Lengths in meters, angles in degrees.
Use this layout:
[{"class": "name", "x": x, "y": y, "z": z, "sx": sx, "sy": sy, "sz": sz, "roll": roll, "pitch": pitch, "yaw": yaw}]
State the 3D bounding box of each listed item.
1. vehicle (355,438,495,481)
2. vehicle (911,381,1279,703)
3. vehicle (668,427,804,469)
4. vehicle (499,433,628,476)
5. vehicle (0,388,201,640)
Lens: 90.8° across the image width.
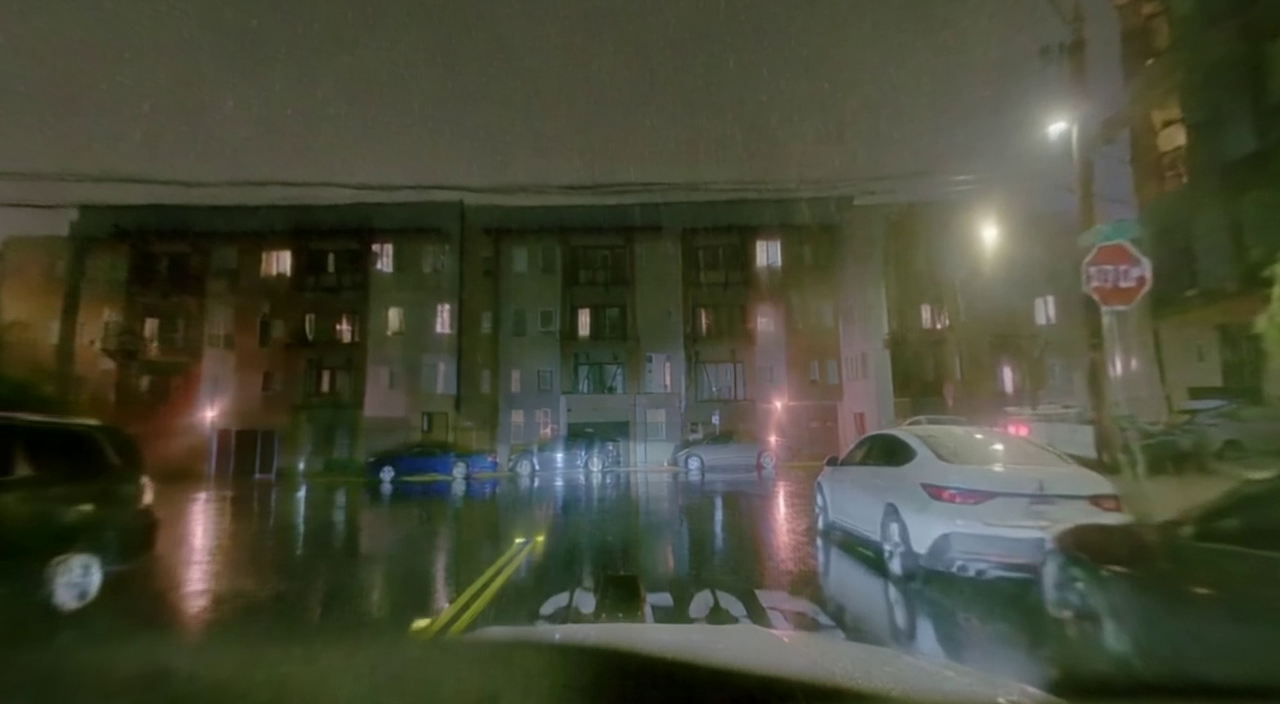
[{"class": "vehicle", "x": -7.672, "y": 3.878, "z": 22.897, "sx": 4.423, "sy": 1.449, "sz": 1.813, "roll": 1, "pitch": -8, "yaw": -5}, {"class": "vehicle", "x": 3.143, "y": 0.878, "z": 2.258, "sx": 2.024, "sy": 1.503, "sz": 4.565, "roll": 1, "pitch": -8, "yaw": -5}, {"class": "vehicle", "x": 3.475, "y": 3.575, "z": 23.496, "sx": 4.681, "sy": 1.480, "sz": 1.817, "roll": 1, "pitch": -8, "yaw": -3}, {"class": "vehicle", "x": -2.744, "y": 3.755, "z": 23.260, "sx": 4.489, "sy": 1.470, "sz": 1.776, "roll": 1, "pitch": -8, "yaw": -4}, {"class": "vehicle", "x": -5.922, "y": 1.131, "z": 4.077, "sx": 2.208, "sy": 1.903, "sz": 6.040, "roll": 1, "pitch": -8, "yaw": -4}]
